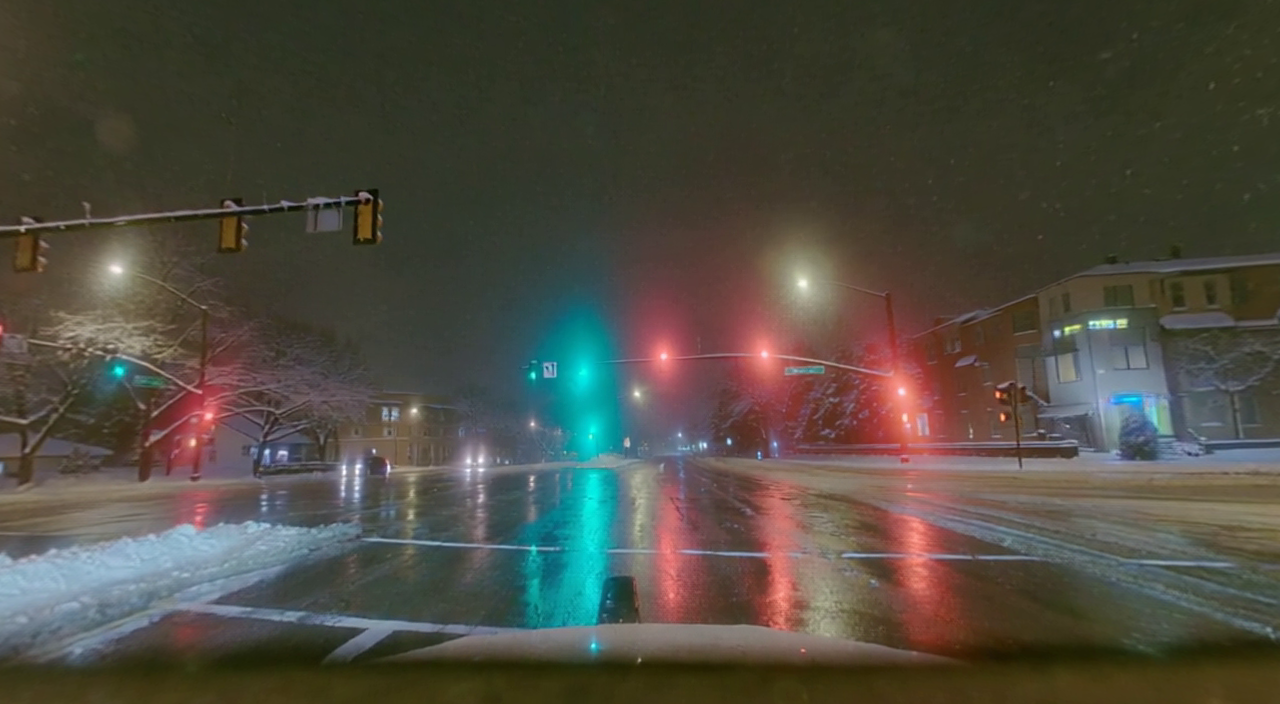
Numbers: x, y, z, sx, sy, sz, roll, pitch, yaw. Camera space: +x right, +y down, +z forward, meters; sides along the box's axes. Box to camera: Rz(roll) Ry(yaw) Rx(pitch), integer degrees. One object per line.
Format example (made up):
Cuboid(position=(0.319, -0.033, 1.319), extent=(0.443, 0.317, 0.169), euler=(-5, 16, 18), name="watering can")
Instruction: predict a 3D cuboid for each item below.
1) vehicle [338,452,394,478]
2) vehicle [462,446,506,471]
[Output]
Cuboid(position=(-18.832, 7.782, 43.627), extent=(1.933, 1.664, 4.255), euler=(0, -9, 1), name="vehicle")
Cuboid(position=(-12.161, 8.304, 49.565), extent=(2.151, 1.847, 4.634), euler=(0, -9, 0), name="vehicle")
